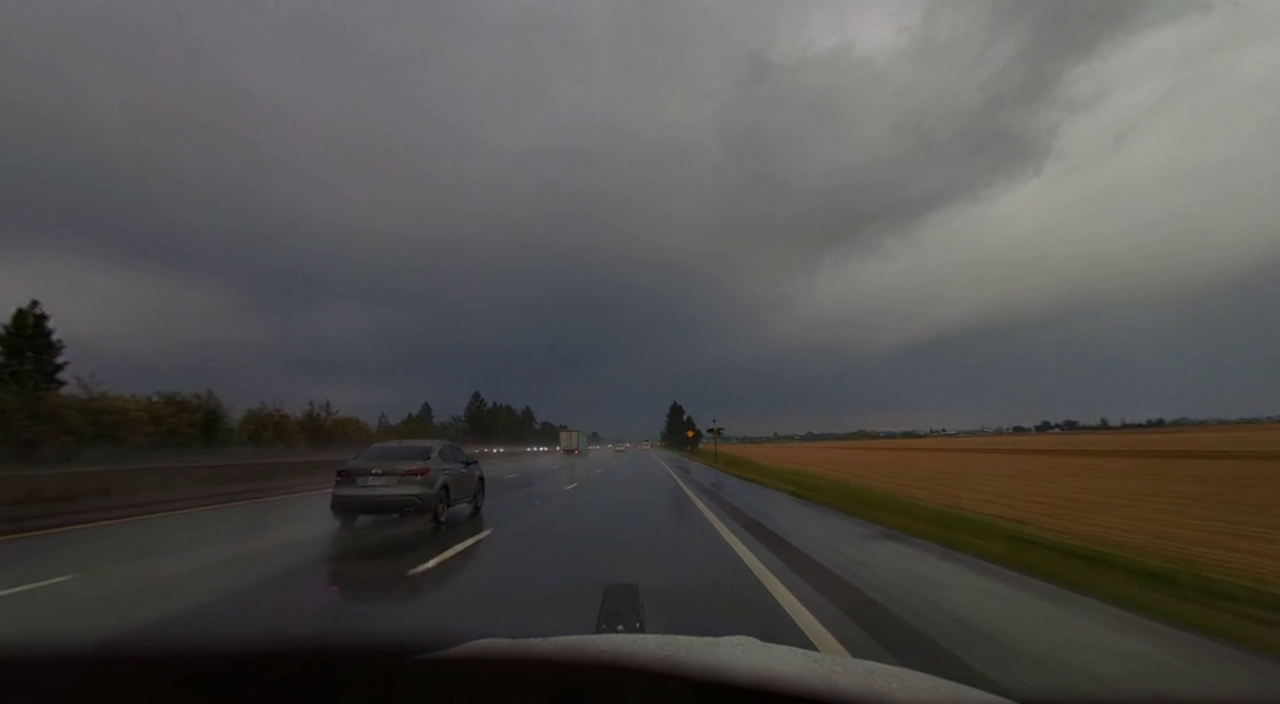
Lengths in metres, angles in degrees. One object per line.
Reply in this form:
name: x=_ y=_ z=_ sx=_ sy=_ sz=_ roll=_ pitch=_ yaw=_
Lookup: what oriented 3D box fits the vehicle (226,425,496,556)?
vehicle: x=-3.898 y=2.027 z=9.990 sx=2.028 sy=1.553 sz=4.820 roll=0 pitch=-9 yaw=1
